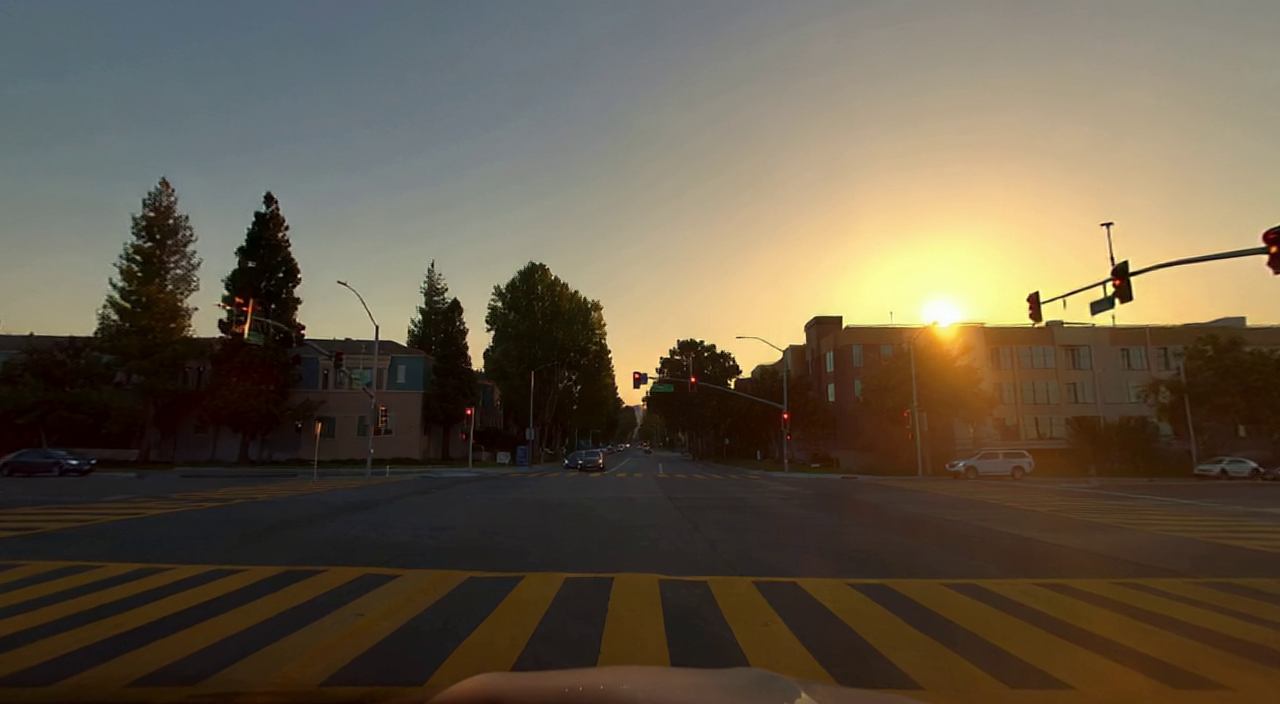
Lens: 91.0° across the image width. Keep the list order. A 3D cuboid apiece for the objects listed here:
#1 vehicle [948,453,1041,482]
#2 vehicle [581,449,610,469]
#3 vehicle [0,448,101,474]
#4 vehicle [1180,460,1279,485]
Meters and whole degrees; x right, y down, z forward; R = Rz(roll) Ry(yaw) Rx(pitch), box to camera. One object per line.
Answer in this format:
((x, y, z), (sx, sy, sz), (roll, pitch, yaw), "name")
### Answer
((21.118, 6.870, 37.576), (4.447, 1.623, 1.801), (0, -9, -3), "vehicle")
((-3.423, 8.353, 49.194), (1.908, 1.441, 4.142), (0, -8, 1), "vehicle")
((-35.116, 6.419, 37.201), (4.741, 1.447, 1.807), (0, -9, 0), "vehicle")
((36.239, 7.307, 38.278), (4.976, 1.428, 1.929), (0, -8, -2), "vehicle")
